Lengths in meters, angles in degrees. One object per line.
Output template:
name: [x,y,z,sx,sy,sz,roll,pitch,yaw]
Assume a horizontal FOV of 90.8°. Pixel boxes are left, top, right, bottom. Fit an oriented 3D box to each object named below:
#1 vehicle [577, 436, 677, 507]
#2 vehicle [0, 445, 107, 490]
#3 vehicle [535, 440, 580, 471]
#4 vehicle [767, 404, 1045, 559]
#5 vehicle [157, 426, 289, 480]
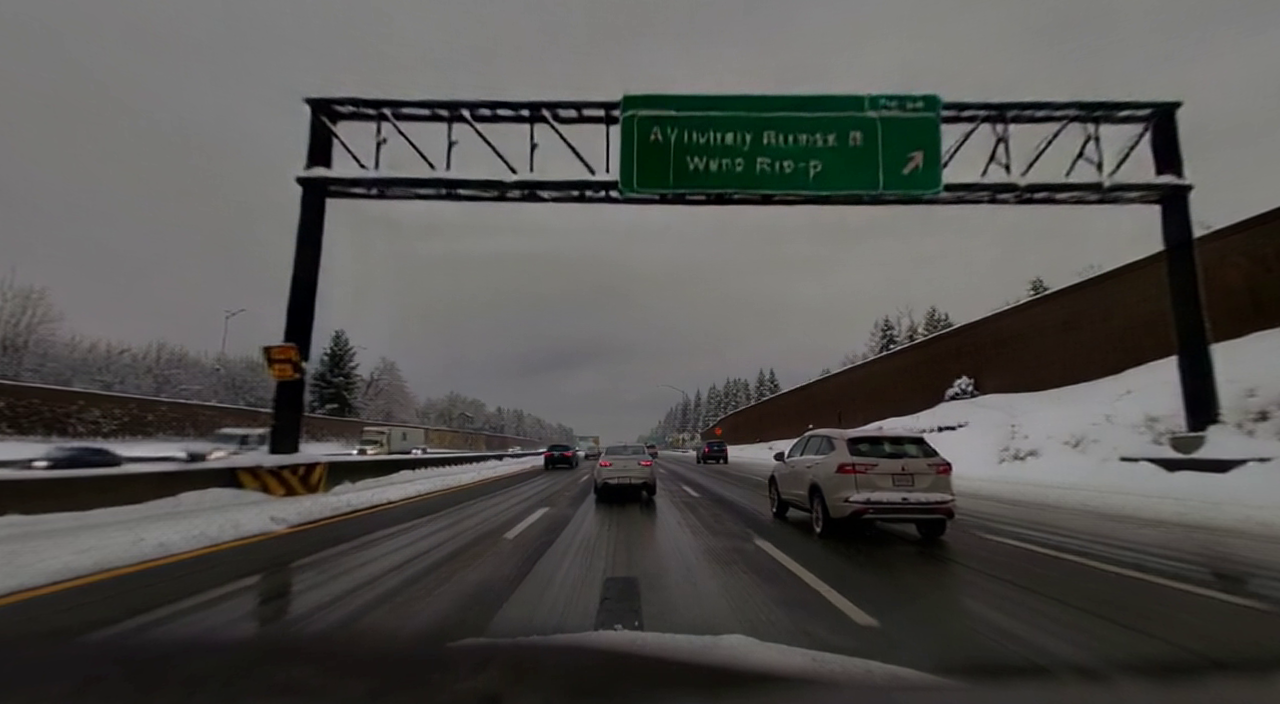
vehicle: [-0.323,2.823,15.359,2.098,1.475,3.997,0,-8,-2]
vehicle: [-21.935,4.078,22.658,2.141,1.462,4.057,0,-9,-2]
vehicle: [-4.985,6.338,38.919,2.218,1.776,5.031,0,-9,-1]
vehicle: [3.615,1.870,9.851,2.162,1.800,4.693,0,-9,-2]
vehicle: [-17.973,4.385,27.675,2.233,2.092,5.457,0,-9,-3]
